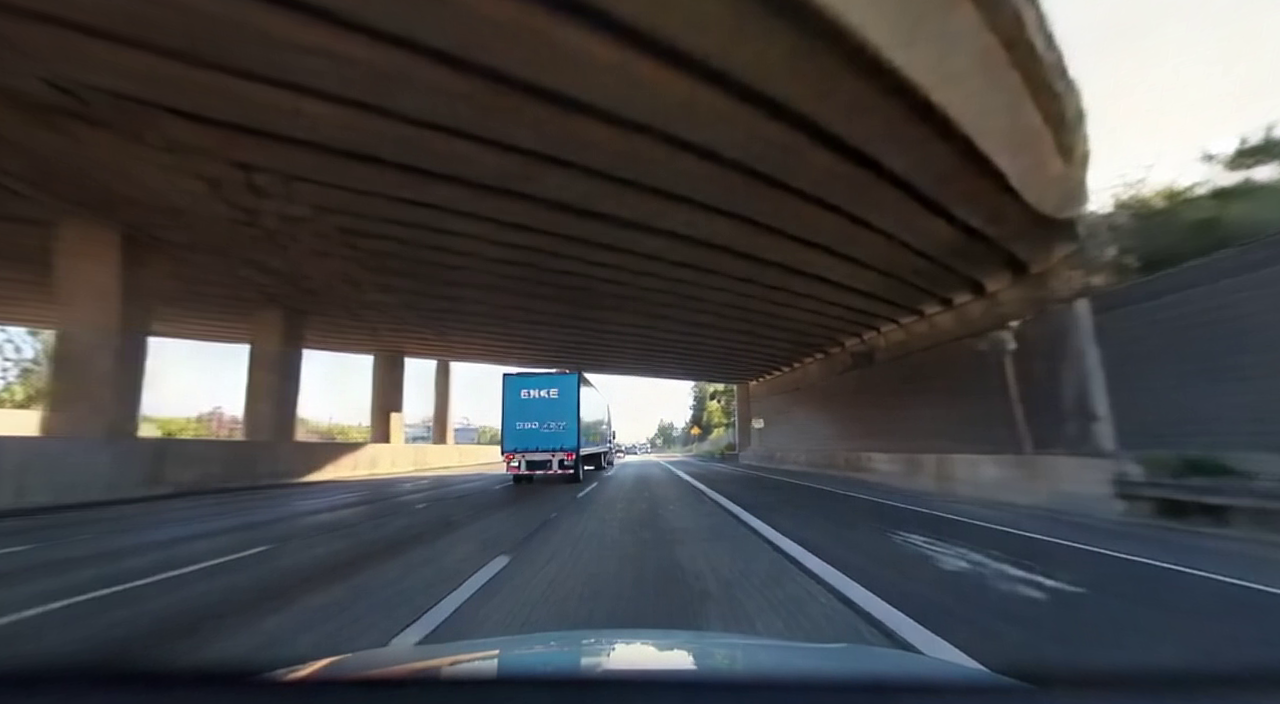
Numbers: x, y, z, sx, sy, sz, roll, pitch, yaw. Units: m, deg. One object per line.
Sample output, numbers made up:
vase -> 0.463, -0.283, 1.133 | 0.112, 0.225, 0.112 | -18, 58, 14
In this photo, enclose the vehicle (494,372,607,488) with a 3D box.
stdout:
vehicle -> -3.337, 3.509, 27.162 | 3.059, 3.956, 11.036 | 0, -9, 1
